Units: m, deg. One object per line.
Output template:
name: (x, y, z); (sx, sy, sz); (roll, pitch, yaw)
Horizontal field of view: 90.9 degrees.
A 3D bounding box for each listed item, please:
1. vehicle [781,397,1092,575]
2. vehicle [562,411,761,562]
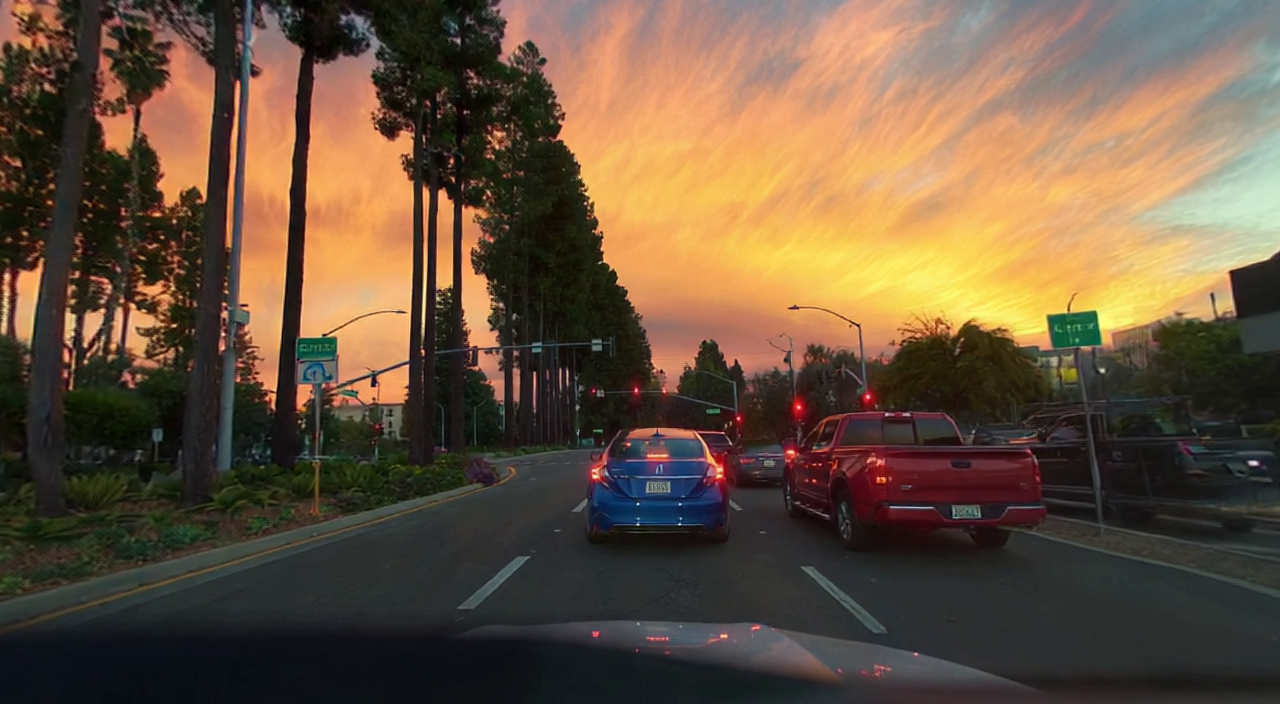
vehicle: (3.386, 1.628, 8.382); (2.099, 1.725, 4.290); (0, -8, 1)
vehicle: (0.243, 1.772, 8.981); (2.168, 1.641, 4.039); (0, -8, 0)
